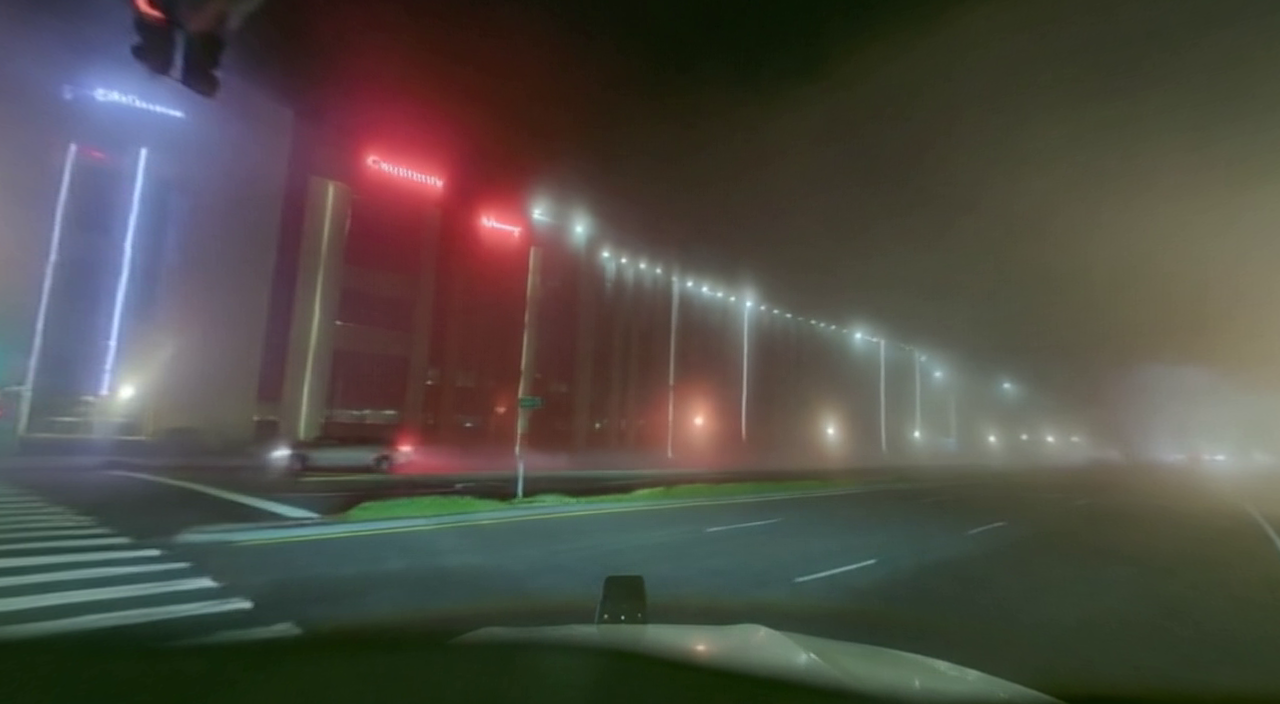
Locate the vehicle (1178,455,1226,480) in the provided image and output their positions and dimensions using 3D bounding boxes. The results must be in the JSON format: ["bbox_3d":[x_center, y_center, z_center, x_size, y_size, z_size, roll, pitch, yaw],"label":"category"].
[{"bbox_3d":[36.679,7.486,40.930,2.055,1.503,4.632,-8,-12,42],"label":"vehicle"}]

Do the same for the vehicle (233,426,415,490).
[{"bbox_3d":[-10.015,3.370,20.199,2.030,1.775,4.713,-8,-12,42],"label":"vehicle"}]
